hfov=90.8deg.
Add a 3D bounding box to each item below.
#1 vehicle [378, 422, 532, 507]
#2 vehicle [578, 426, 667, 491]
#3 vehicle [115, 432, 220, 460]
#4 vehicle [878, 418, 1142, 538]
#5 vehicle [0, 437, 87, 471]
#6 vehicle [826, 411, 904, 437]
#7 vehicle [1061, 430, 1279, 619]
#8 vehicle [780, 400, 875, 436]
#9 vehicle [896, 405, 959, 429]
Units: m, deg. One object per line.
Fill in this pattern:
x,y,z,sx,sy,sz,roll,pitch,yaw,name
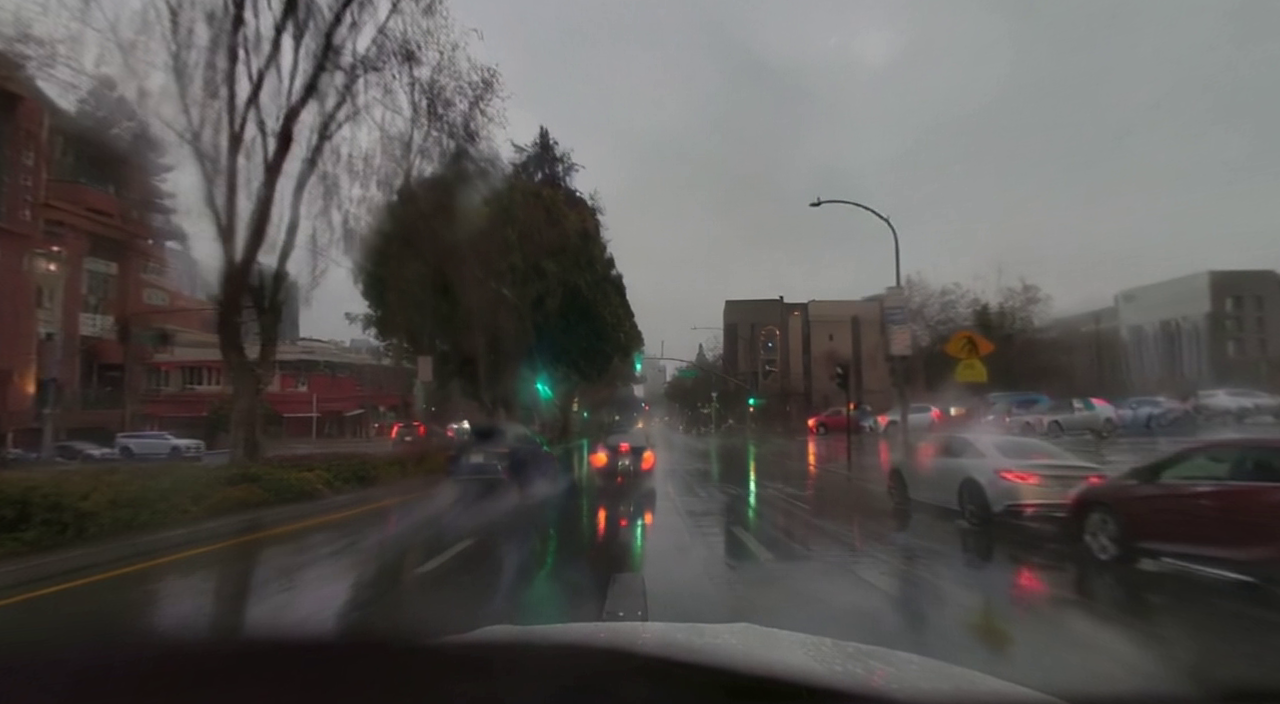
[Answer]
-3.704,2.352,13.608,1.934,1.522,4.464,0,-8,1,vehicle
-0.425,2.801,16.865,2.082,1.520,3.896,0,-8,0,vehicle
-26.464,5.275,35.465,4.453,1.471,1.921,-1,-8,4,vehicle
6.228,2.155,11.450,1.904,1.705,4.510,0,-8,-2,vehicle
-34.862,5.820,36.165,4.698,1.833,1.887,-1,-8,3,vehicle
15.257,4.923,42.862,4.775,1.604,1.915,3,-9,-20,vehicle
6.148,1.471,5.648,1.959,1.513,4.104,0,-8,1,vehicle
13.839,4.939,46.747,6.541,2.480,2.259,3,-9,-19,vehicle
21.356,4.878,46.816,5.017,1.542,2.055,6,-11,-38,vehicle
